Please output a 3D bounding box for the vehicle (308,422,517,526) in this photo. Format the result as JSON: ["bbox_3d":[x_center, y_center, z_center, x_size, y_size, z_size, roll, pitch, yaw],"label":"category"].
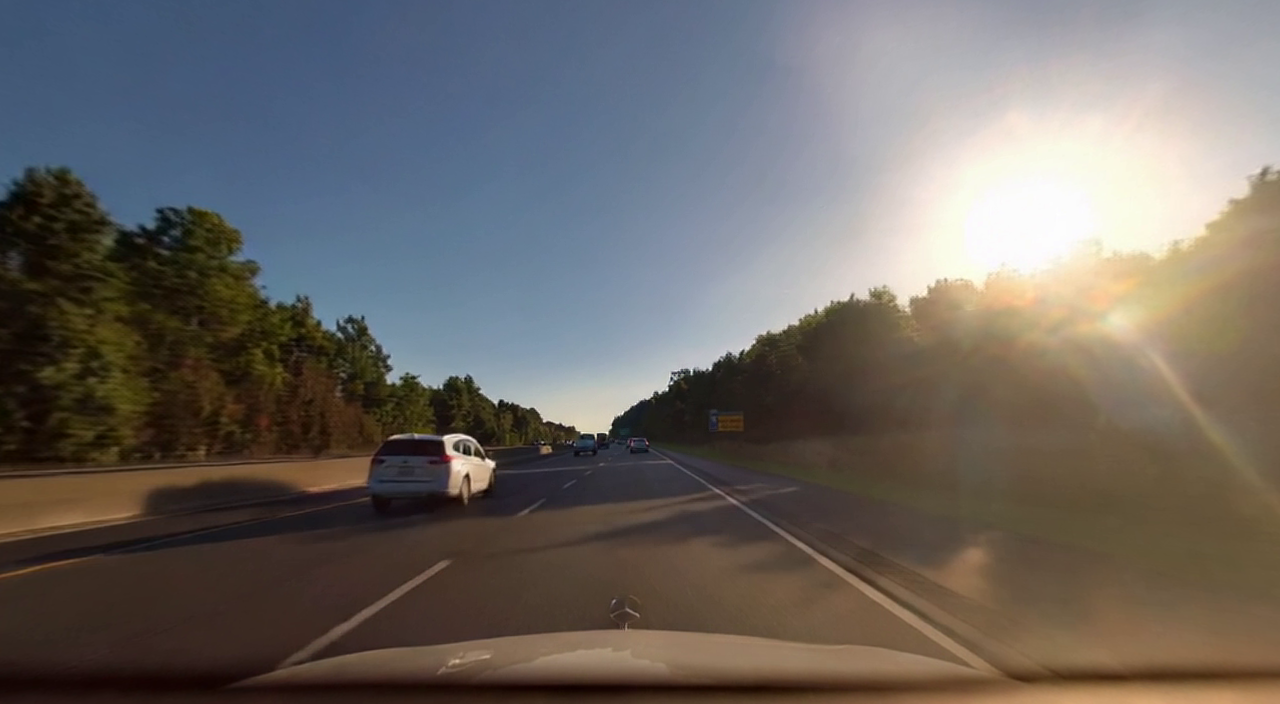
[{"bbox_3d":[-3.935,2.191,11.968,2.190,1.571,4.643,0,-8,1],"label":"vehicle"}]
